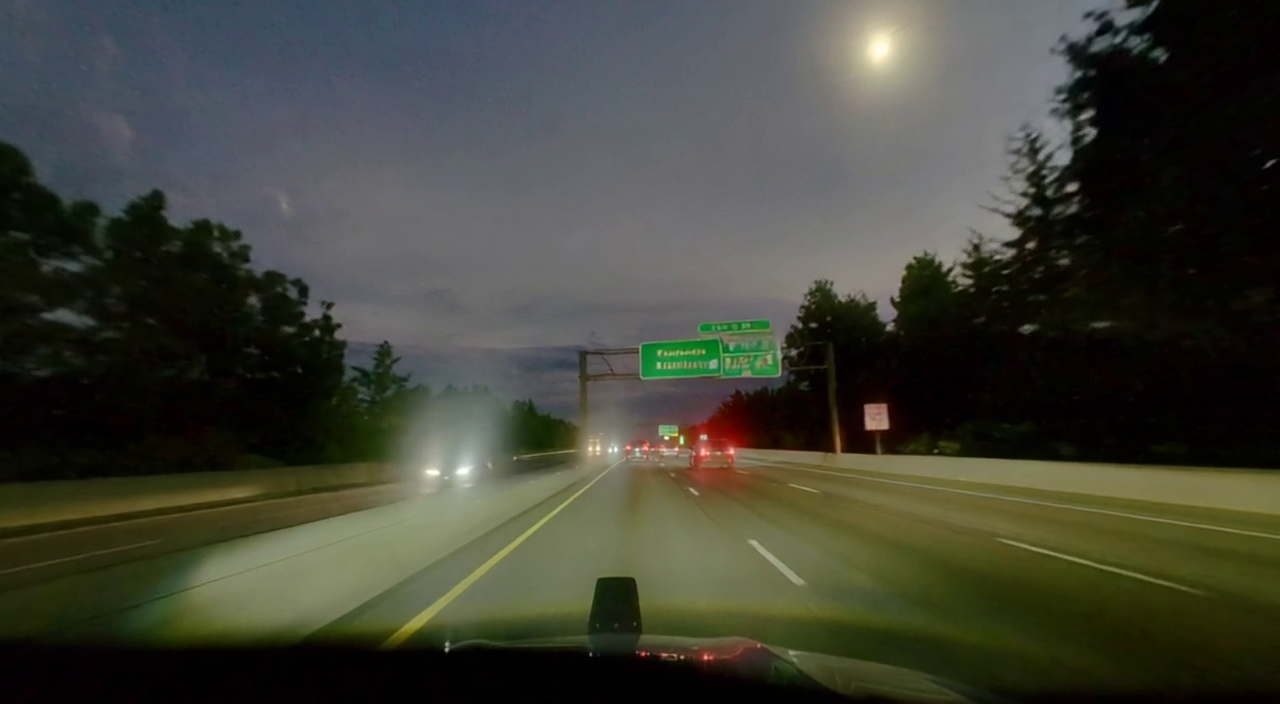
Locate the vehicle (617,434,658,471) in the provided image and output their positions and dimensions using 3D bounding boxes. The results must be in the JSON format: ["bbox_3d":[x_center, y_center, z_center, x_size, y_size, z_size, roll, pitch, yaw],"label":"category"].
[{"bbox_3d":[-0.156,5.713,35.760,2.192,1.912,4.524,0,-9,0],"label":"vehicle"}]

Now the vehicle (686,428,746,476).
[{"bbox_3d":[3.366,4.547,28.796,1.981,1.984,4.623,0,-9,-2],"label":"vehicle"}]

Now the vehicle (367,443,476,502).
[{"bbox_3d":[-6.959,3.855,20.565,2.046,1.696,4.276,0,-9,0],"label":"vehicle"}]
